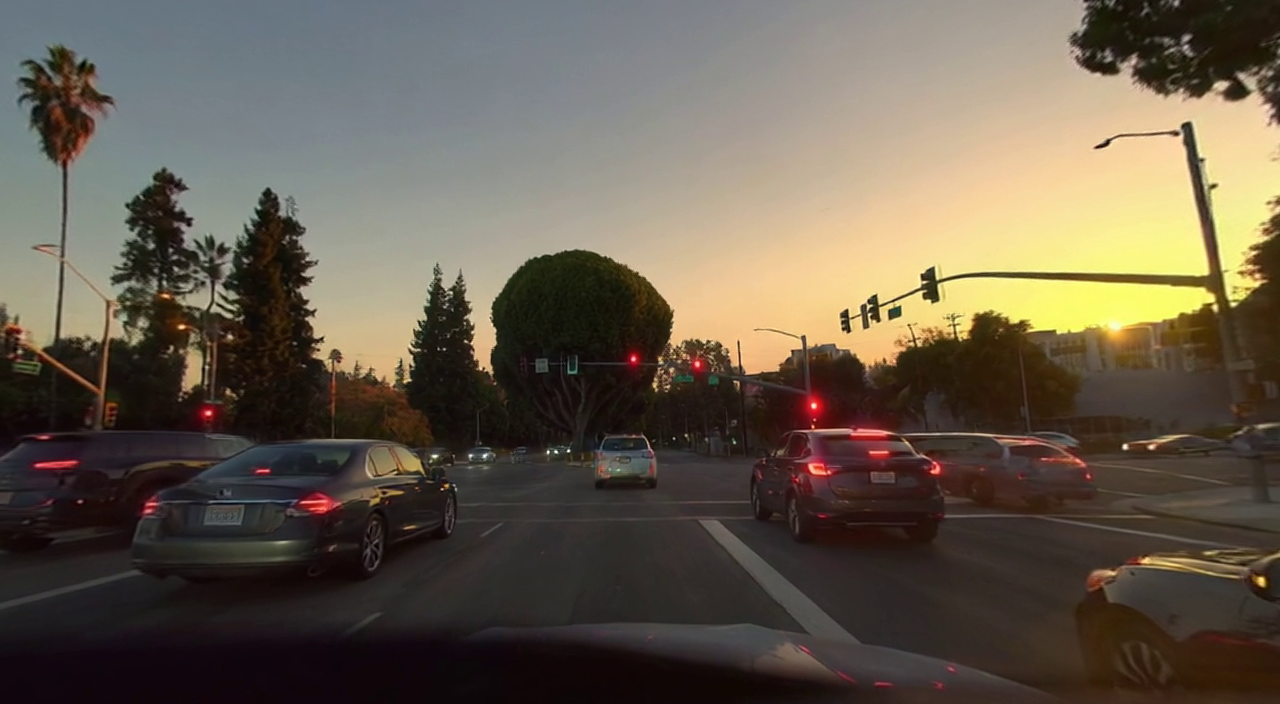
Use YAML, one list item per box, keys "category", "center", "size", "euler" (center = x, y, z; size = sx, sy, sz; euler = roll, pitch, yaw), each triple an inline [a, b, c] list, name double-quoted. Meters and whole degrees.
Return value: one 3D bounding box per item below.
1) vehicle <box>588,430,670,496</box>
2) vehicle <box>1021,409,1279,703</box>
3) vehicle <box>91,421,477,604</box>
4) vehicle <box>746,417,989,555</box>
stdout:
- category: "vehicle"
  center: [-0.274, 3.288, 19.048]
  size: [2.215, 1.749, 3.976]
  euler: [0, -8, 1]
- category: "vehicle"
  center: [3.204, 0.818, 1.421]
  size: [1.960, 1.460, 4.233]
  euler: [0, -8, -1]
- category: "vehicle"
  center: [-3.519, 1.650, 7.449]
  size: [1.941, 1.492, 4.399]
  euler: [0, -8, 1]
- category: "vehicle"
  center: [3.240, 2.007, 10.192]
  size: [2.097, 1.707, 4.461]
  euler: [0, -8, -2]
